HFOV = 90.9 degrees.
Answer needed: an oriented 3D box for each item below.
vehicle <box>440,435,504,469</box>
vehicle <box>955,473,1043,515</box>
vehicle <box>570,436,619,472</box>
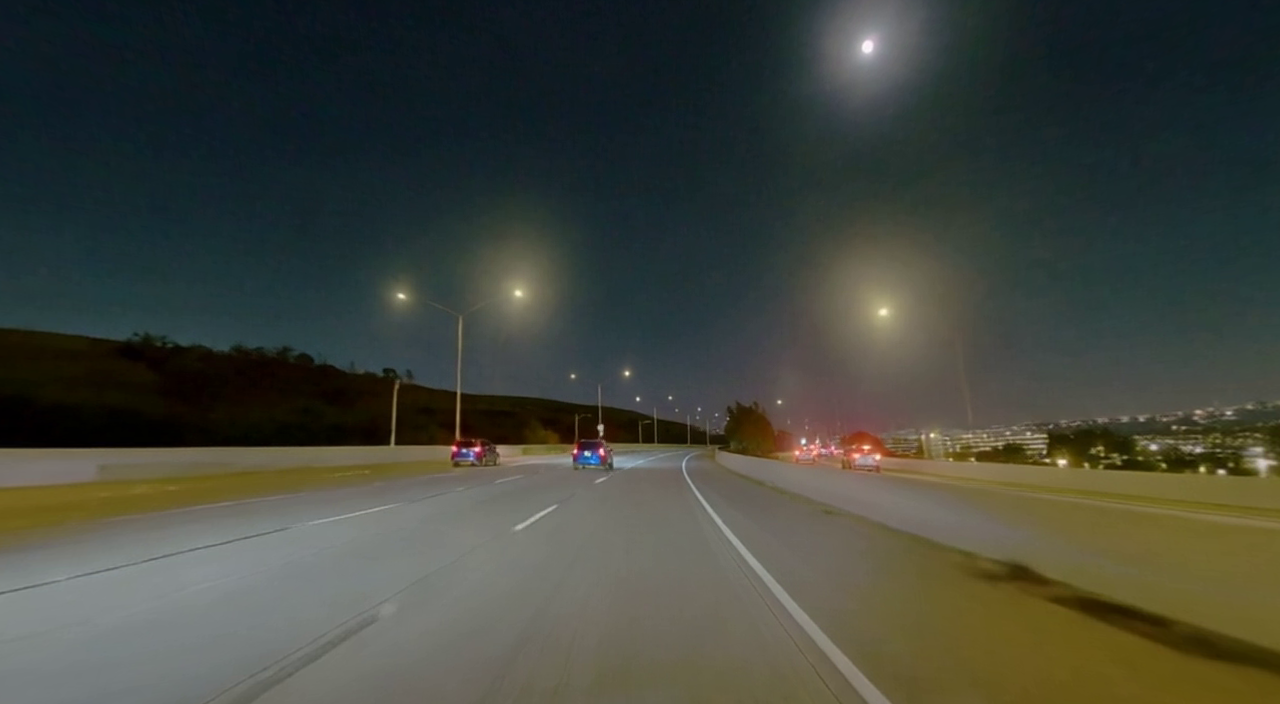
[{"bbox_3d":[-9.443,5.640,35.837,2.039,1.746,4.528,-1,-8,5],"label":"vehicle"},{"bbox_3d":[25.176,9.929,44.581,2.775,2.408,6.139,0,-8,2],"label":"vehicle"},{"bbox_3d":[-2.369,5.438,33.733,2.028,1.782,4.150,-1,-8,4],"label":"vehicle"}]
